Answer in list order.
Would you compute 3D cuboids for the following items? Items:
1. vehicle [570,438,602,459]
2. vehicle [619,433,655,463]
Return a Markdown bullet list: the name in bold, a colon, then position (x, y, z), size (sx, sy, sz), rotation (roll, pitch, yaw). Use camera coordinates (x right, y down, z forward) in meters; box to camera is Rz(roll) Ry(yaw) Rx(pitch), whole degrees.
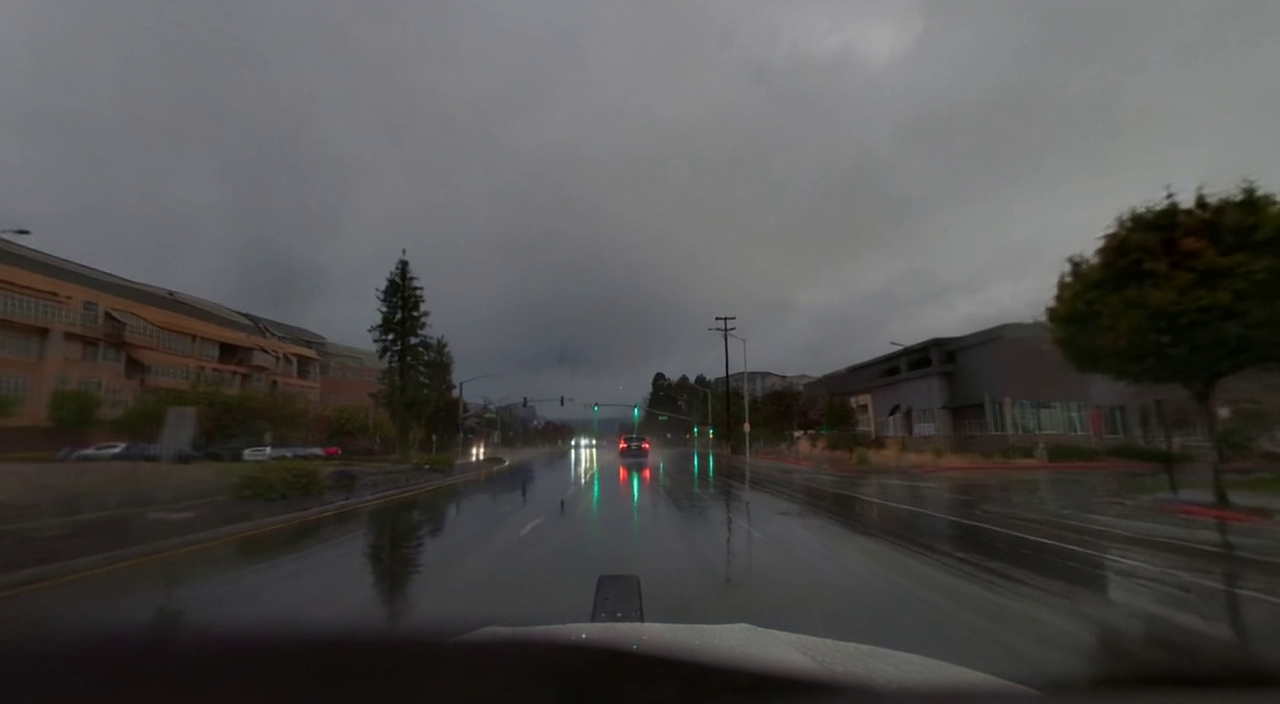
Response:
- **vehicle**: position (-4.041, 7.327, 48.060), size (2.075, 1.474, 4.367), rotation (0, -8, 0)
- **vehicle**: position (-0.231, 6.122, 40.336), size (2.188, 1.782, 3.982), rotation (0, -8, -1)
